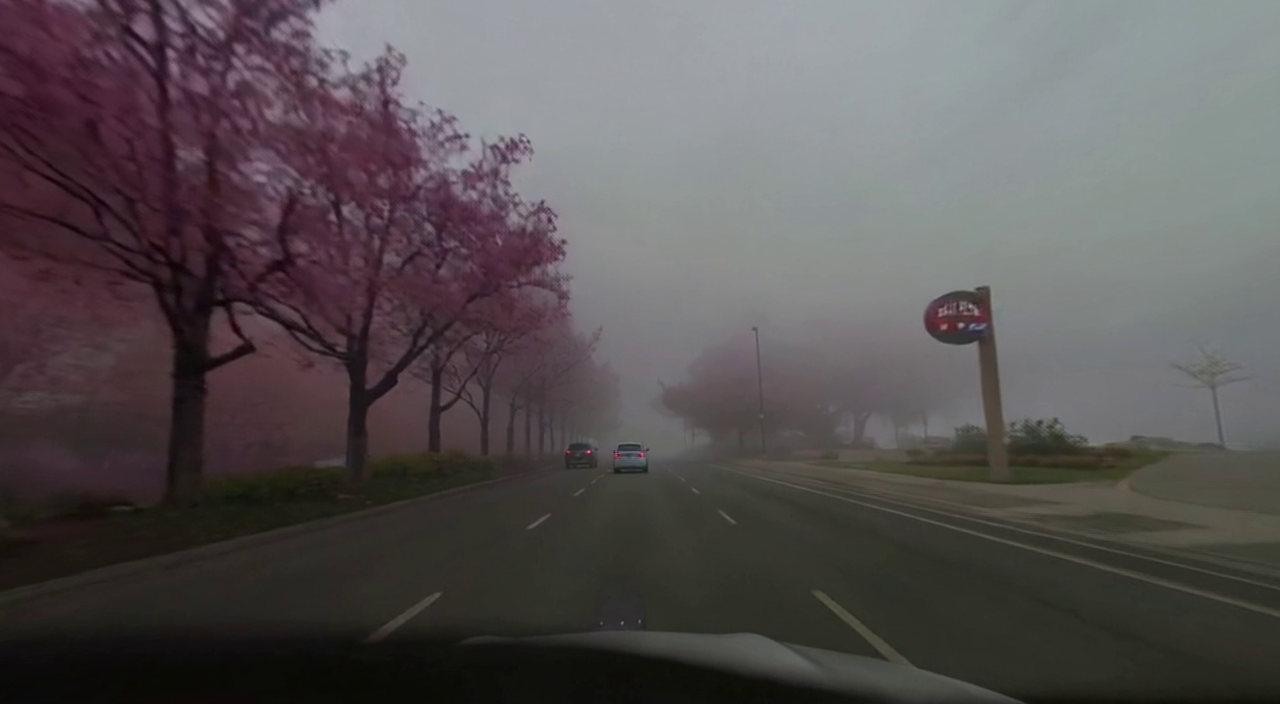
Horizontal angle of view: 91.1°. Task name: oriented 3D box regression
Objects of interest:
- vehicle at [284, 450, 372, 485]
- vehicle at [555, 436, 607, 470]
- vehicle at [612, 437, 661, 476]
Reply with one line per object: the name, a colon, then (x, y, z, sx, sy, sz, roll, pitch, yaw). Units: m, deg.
vehicle: (-14.666, 5.426, 29.804, 1.838, 1.458, 4.336, 0, -8, 1)
vehicle: (-3.371, 5.874, 36.908, 2.453, 1.844, 4.751, 0, -8, 1)
vehicle: (-0.080, 4.934, 29.999, 2.149, 1.701, 4.379, 0, -8, 2)
